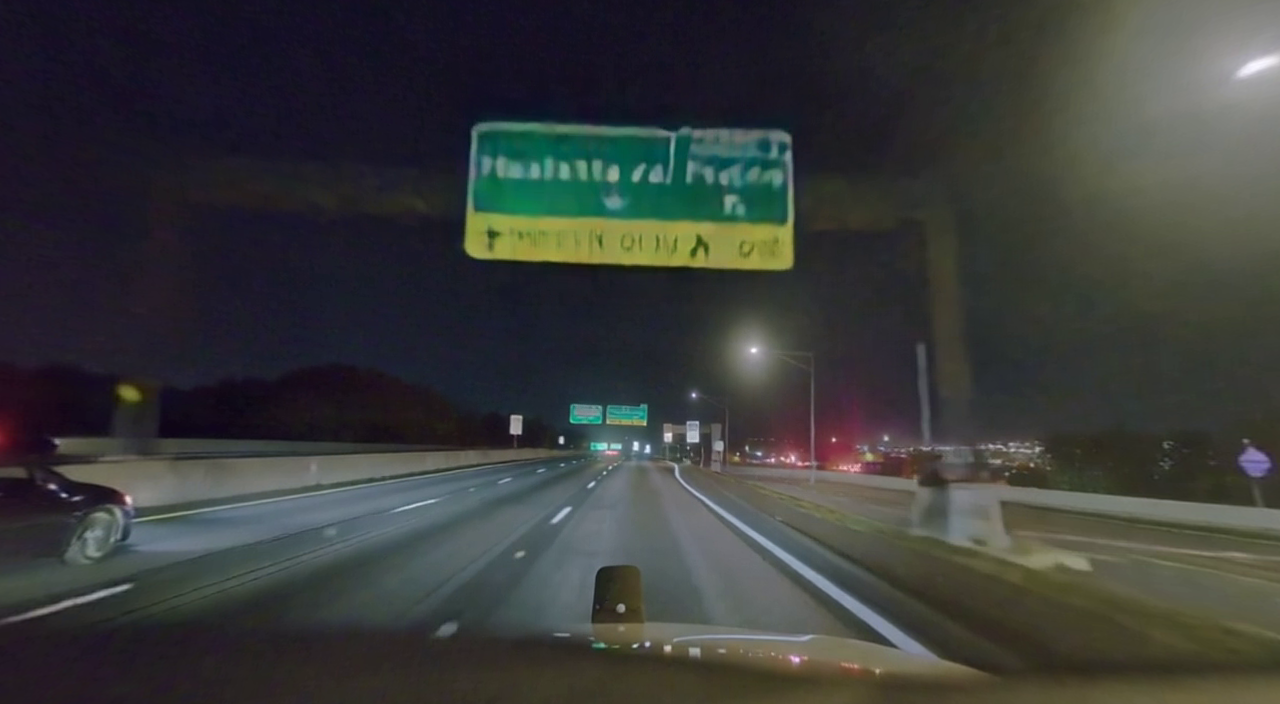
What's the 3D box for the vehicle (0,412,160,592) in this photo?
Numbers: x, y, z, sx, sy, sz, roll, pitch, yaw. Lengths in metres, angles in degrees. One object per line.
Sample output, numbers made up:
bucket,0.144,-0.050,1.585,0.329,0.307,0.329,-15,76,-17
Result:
vehicle,-6.696,1.270,5.132,2.034,1.578,4.488,0,-9,-1
